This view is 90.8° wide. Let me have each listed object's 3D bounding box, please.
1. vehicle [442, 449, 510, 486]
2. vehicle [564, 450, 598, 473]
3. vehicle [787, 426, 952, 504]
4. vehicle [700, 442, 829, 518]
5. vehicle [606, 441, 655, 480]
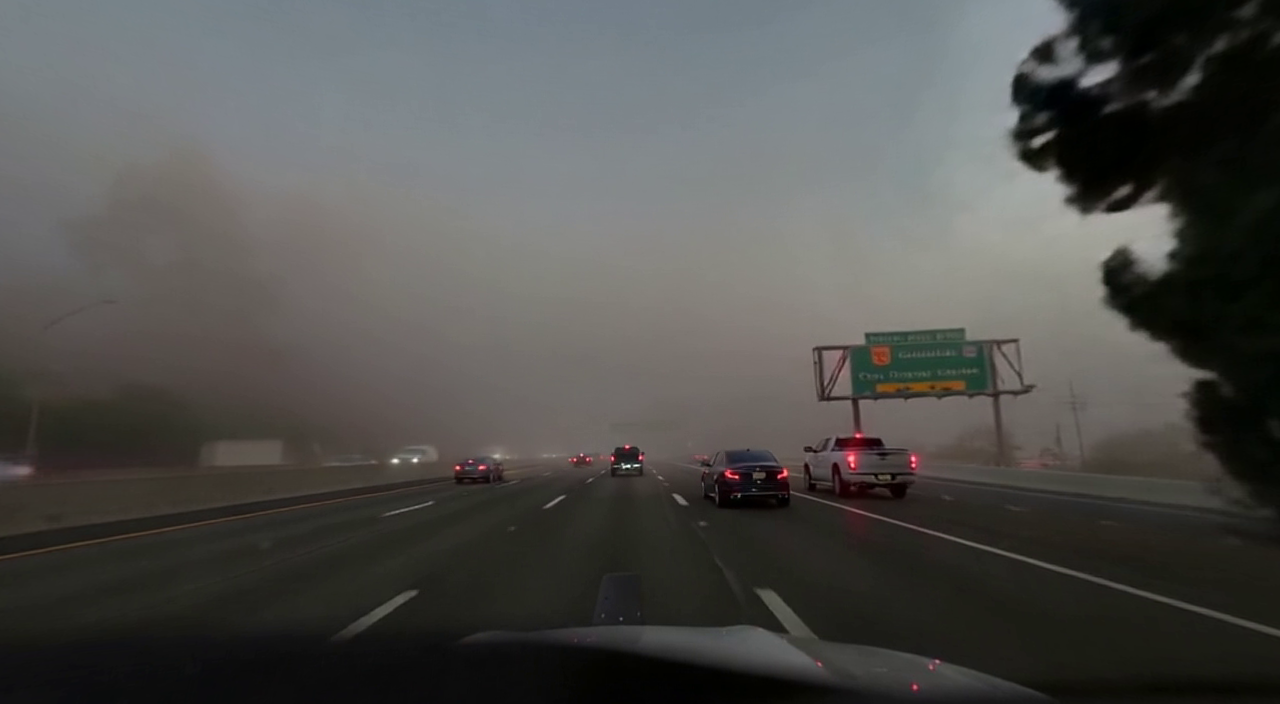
[{"bbox_3d":[-7.315,5.169,28.624,1.920,1.482,4.385,0,-9,0],"label":"vehicle"},{"bbox_3d":[-4.039,7.532,43.749,1.935,1.487,4.076,0,-9,0],"label":"vehicle"},{"bbox_3d":[6.391,3.261,18.700,2.635,1.919,5.907,0,-9,0],"label":"vehicle"},{"bbox_3d":[2.632,2.823,14.524,2.011,1.462,4.286,0,-9,-1],"label":"vehicle"},{"bbox_3d":[-0.465,5.445,32.091,2.323,1.805,4.729,0,-9,0],"label":"vehicle"}]
